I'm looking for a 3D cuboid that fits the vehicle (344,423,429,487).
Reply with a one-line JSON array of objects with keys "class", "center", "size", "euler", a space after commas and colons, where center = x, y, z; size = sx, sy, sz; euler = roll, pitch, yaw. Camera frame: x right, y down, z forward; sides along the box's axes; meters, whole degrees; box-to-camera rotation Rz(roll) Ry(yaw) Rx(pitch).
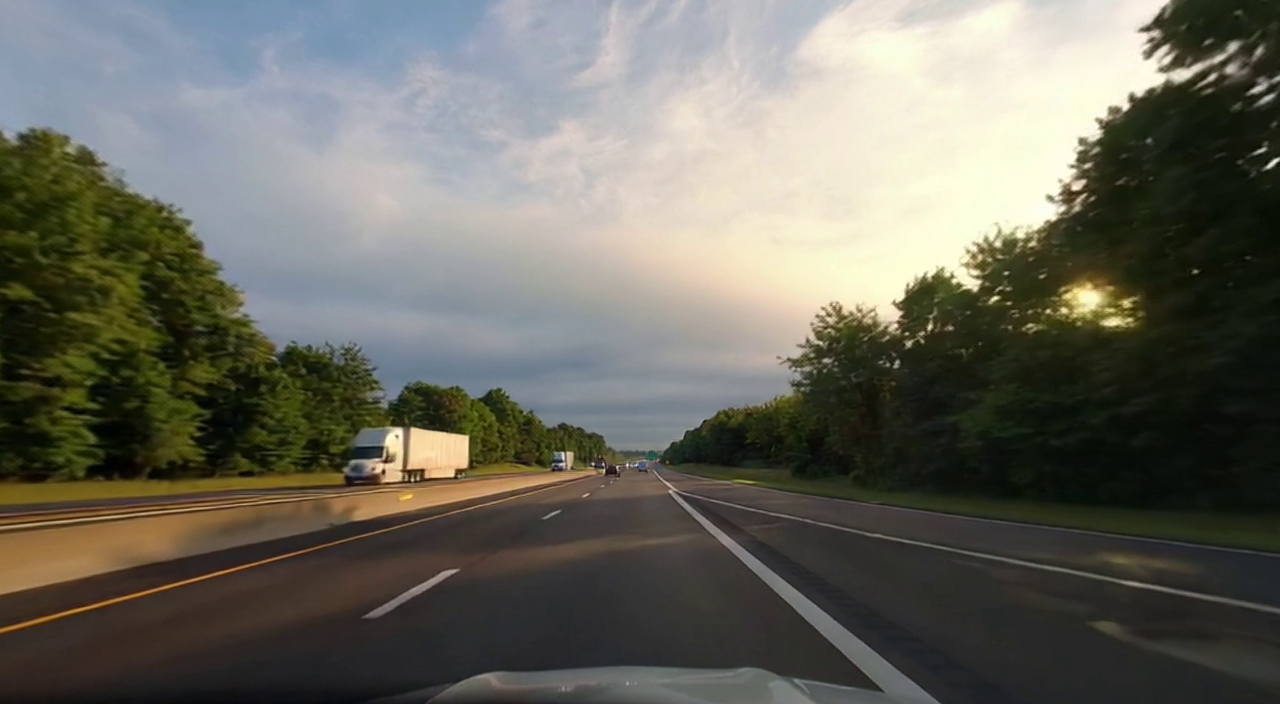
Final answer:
[{"class": "vehicle", "center": [-17.109, 7.087, 43.029], "size": [3.002, 4.023, 5.968], "euler": [0, -10, 1]}]
